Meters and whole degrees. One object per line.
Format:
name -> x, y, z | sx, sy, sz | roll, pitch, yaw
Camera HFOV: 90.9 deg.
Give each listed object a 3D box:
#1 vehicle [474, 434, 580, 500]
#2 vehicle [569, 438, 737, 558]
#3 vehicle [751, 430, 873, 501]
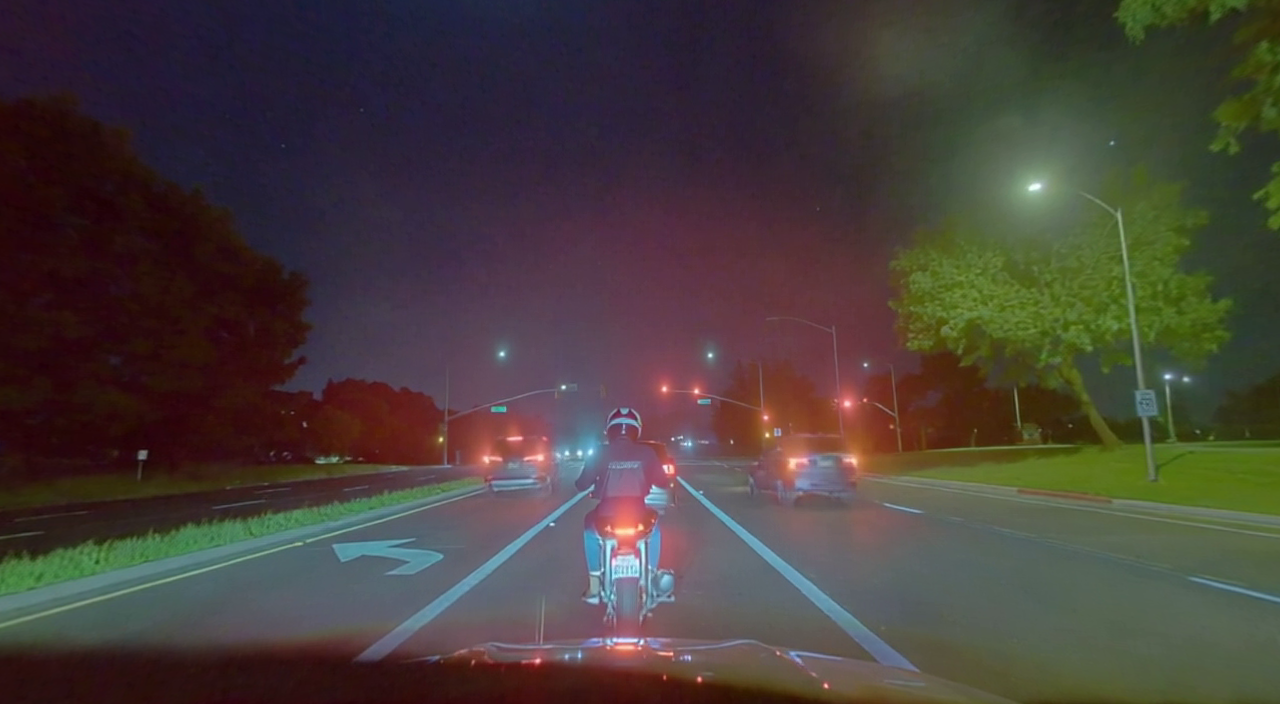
vehicle -> -3.125, 3.301, 18.592 | 2.056, 1.647, 5.045 | -1, -8, 2
vehicle -> 0.137, 2.143, 10.121 | 2.093, 1.450, 4.437 | 0, -8, -1
vehicle -> 4.446, 2.996, 17.110 | 2.075, 1.661, 4.229 | 0, -8, 0
